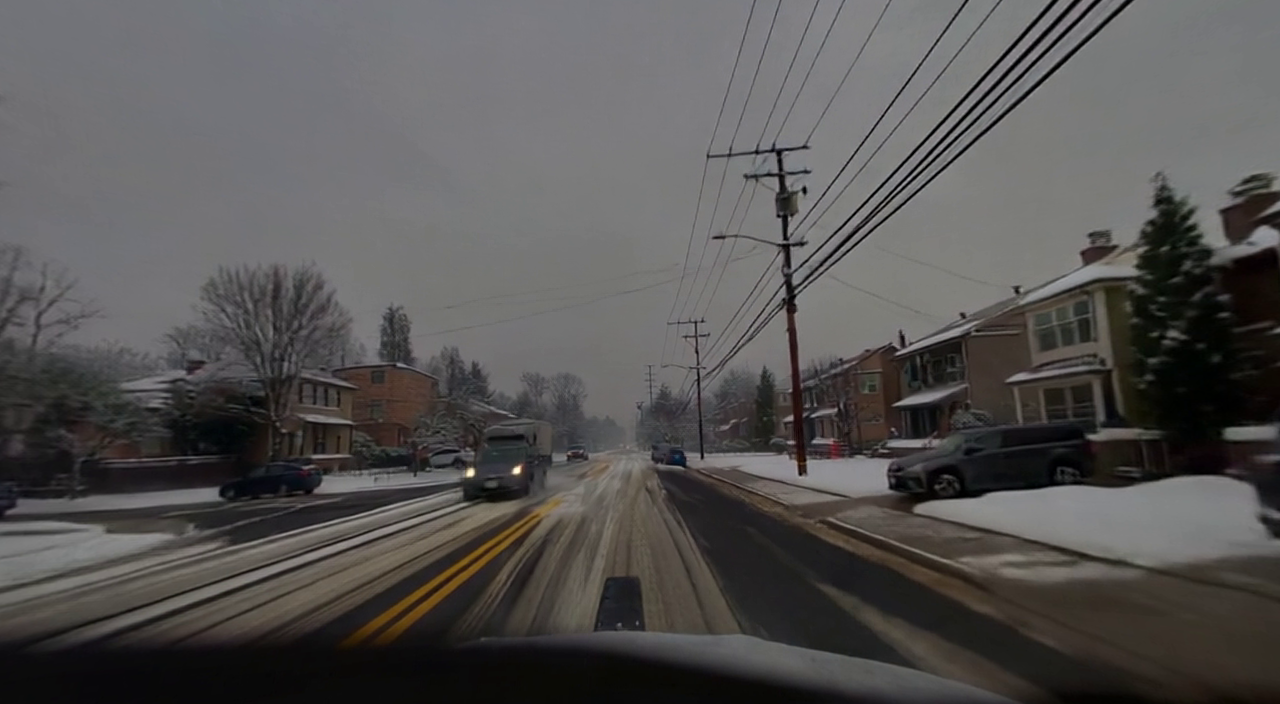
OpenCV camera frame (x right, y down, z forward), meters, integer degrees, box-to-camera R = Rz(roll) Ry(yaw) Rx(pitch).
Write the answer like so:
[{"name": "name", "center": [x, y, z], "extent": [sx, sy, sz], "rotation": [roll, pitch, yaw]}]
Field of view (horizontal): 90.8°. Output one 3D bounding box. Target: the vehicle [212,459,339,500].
[{"name": "vehicle", "center": [-15.443, 5.400, 26.961], "extent": [4.204, 1.626, 1.874], "rotation": [1, -9, -6]}]

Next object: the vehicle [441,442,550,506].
[{"name": "vehicle", "center": [-3.706, 3.196, 17.048], "extent": [1.912, 1.491, 4.375], "rotation": [0, -9, 0]}]

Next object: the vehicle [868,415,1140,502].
[{"name": "vehicle", "center": [8.025, 2.394, 14.348], "extent": [4.836, 1.806, 2.121], "rotation": [0, -9, -1]}]

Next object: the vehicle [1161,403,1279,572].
[{"name": "vehicle", "center": [8.084, 1.288, 6.133], "extent": [4.270, 1.557, 1.967], "rotation": [0, -9, -1]}]

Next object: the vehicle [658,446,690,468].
[{"name": "vehicle", "center": [2.339, 7.441, 44.837], "extent": [1.890, 1.463, 4.952], "rotation": [0, -9, -2]}]
